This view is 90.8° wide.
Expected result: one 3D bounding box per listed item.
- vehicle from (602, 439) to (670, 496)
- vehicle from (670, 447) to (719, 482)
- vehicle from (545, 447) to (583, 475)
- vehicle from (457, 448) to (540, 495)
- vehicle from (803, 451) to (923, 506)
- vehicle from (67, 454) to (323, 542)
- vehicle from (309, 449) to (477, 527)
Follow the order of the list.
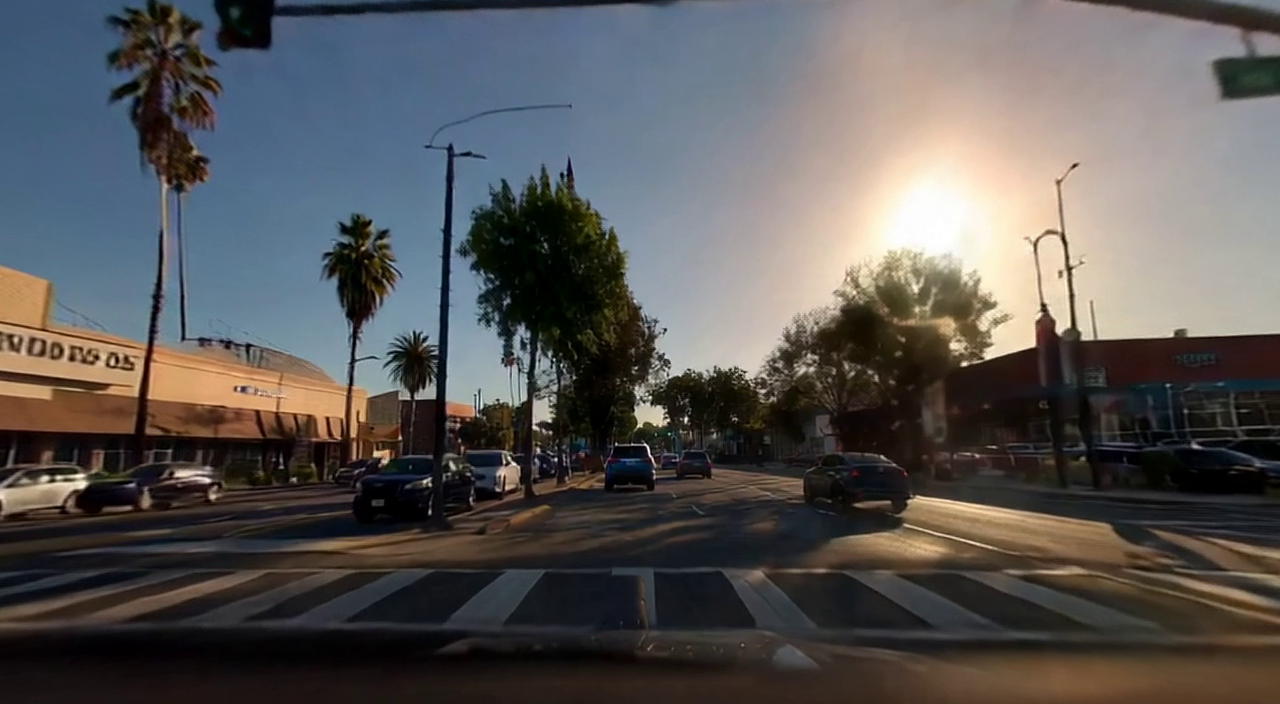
[{"bbox_3d":[-0.140,4.009,22.292,2.151,1.787,4.109,0,-9,0],"label":"vehicle"},{"bbox_3d":[2.856,5.968,33.911,2.112,1.710,4.234,0,-9,-2],"label":"vehicle"},{"bbox_3d":[-5.197,7.498,43.680,2.160,1.769,4.494,0,-9,-1],"label":"vehicle"},{"bbox_3d":[-5.154,4.392,23.622,2.036,1.541,4.107,-1,-9,2],"label":"vehicle"},{"bbox_3d":[6.604,3.763,19.279,1.944,1.447,4.309,0,-9,-2],"label":"vehicle"},{"bbox_3d":[-8.619,2.817,12.862,2.061,1.415,4.289,0,-9,0],"label":"vehicle"},{"bbox_3d":[-5.260,2.923,14.235,2.030,1.441,4.324,0,-9,0],"label":"vehicle"}]
